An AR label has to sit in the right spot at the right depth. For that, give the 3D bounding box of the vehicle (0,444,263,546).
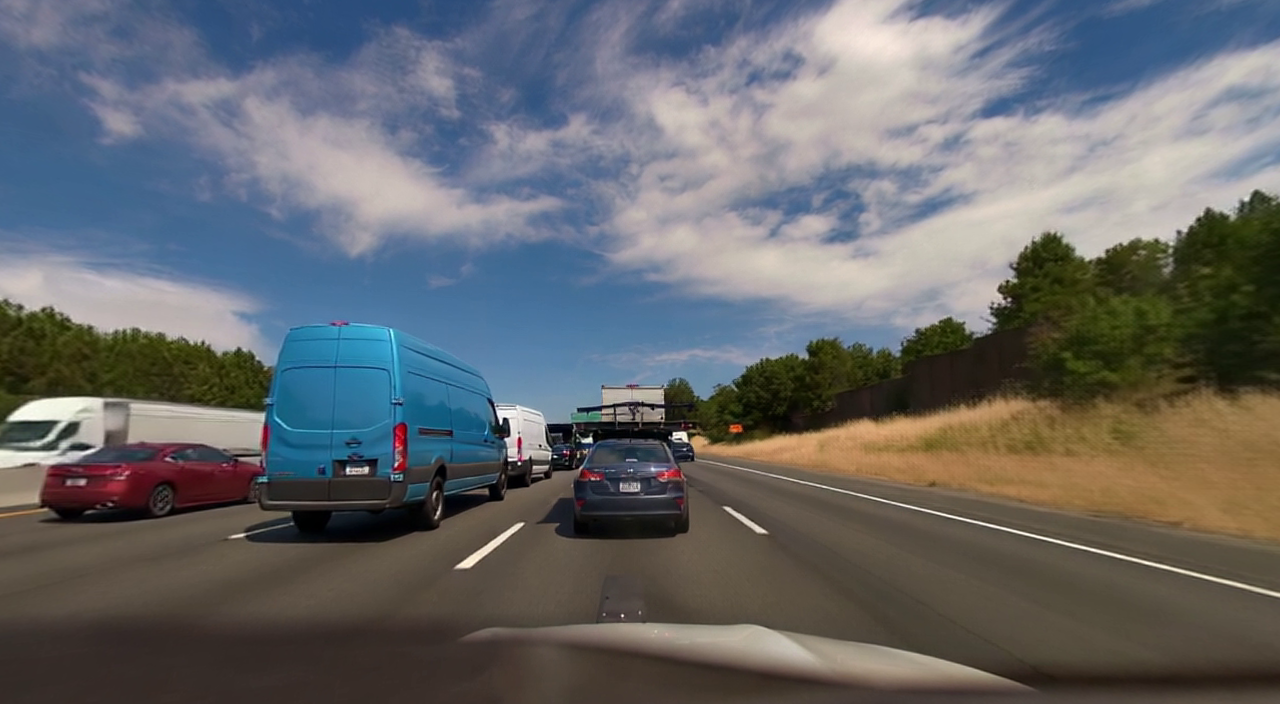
[{"bbox_3d":[-8.887,2.422,11.329,1.797,1.466,3.924,0,-9,0],"label":"vehicle"}]

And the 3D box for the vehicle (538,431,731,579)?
[{"bbox_3d":[-0.086,1.855,8.296,1.995,1.495,3.380,0,-9,-1],"label":"vehicle"}]

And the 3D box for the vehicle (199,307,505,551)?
[{"bbox_3d":[-4.079,1.383,10.814,2.254,2.879,6.656,0,-9,-2],"label":"vehicle"}]
